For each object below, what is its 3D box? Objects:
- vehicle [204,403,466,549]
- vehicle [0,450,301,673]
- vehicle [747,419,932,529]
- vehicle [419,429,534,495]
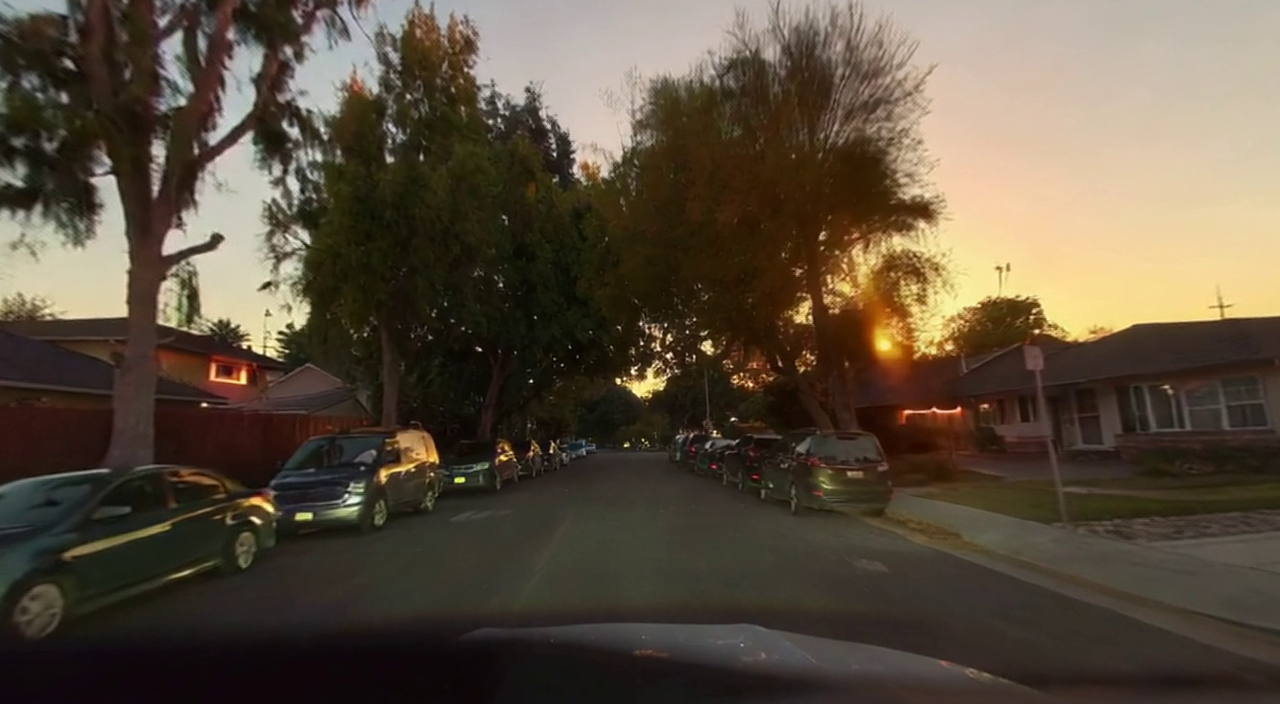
[{"bbox_3d":[-5.229,2.217,12.051,2.390,2.123,5.371,0,-8,-1],"label":"vehicle"},{"bbox_3d":[-5.269,1.650,5.756,1.858,1.456,4.587,0,-8,-1],"label":"vehicle"},{"bbox_3d":[3.522,2.257,12.284,1.994,1.710,4.699,0,-8,-1],"label":"vehicle"},{"bbox_3d":[-5.279,3.655,21.430,2.683,1.923,5.421,0,-8,-3],"label":"vehicle"}]
